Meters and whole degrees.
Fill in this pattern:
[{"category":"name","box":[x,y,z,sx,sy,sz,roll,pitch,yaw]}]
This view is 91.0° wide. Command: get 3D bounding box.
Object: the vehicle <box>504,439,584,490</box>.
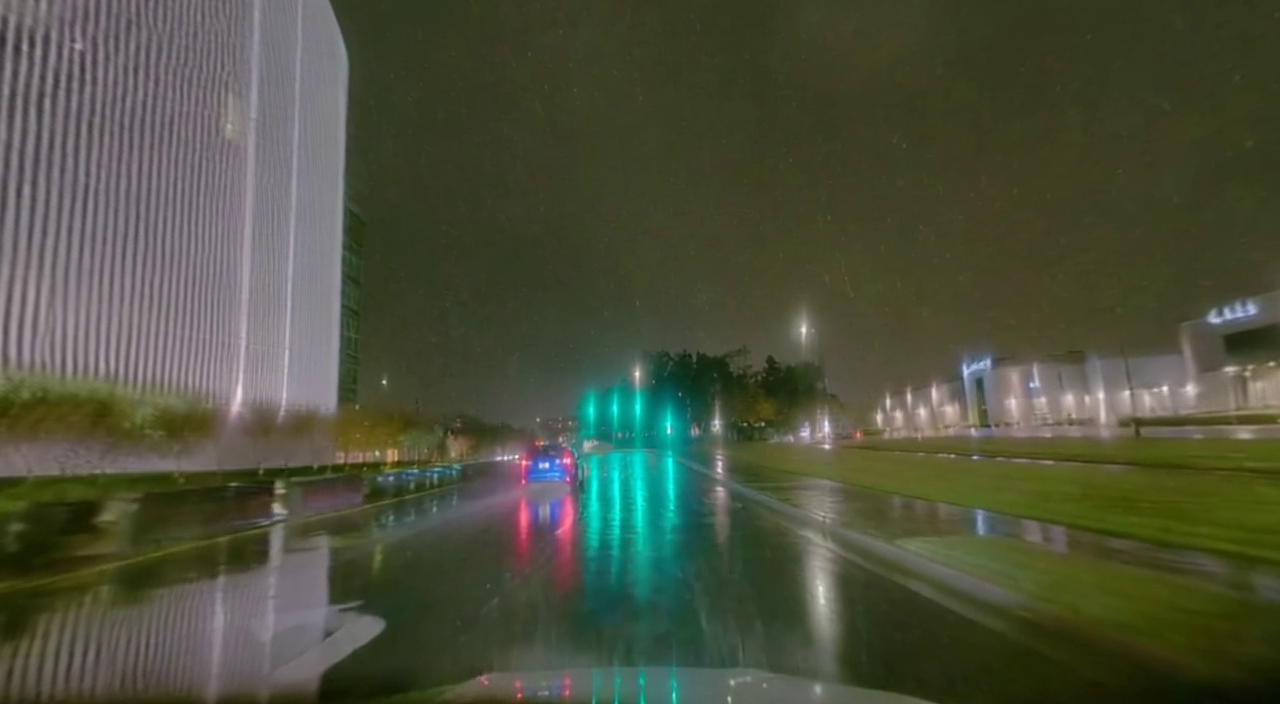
[{"category":"vehicle","box":[-3.116,3.753,21.370,1.971,1.486,4.380,-1,-8,1]}]
